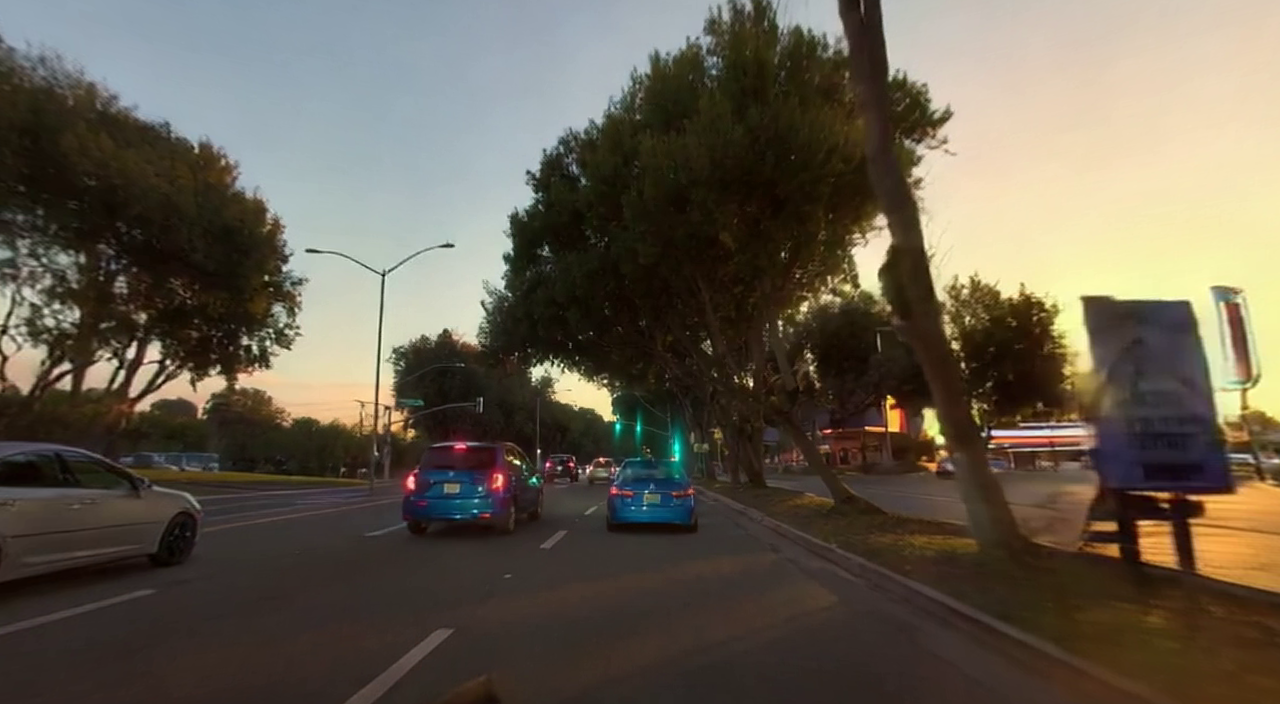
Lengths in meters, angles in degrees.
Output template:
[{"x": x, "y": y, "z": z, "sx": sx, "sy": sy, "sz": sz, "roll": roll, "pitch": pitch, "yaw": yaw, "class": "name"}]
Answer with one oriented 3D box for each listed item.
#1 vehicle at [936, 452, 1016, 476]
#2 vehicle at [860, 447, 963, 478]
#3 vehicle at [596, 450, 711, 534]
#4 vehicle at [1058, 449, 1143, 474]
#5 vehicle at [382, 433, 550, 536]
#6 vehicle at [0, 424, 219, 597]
[{"x": 22.488, "y": 7.512, "z": 42.245, "sx": 4.220, "sy": 1.550, "sz": 1.935, "roll": -10, "pitch": -13, "yaw": 43, "class": "vehicle"}, {"x": 18.280, "y": 7.387, "z": 42.557, "sx": 5.852, "sy": 1.962, "sz": 2.323, "roll": -7, "pitch": -11, "yaw": 41, "class": "vehicle"}, {"x": 0.281, "y": 2.883, "z": 13.561, "sx": 2.091, "sy": 1.494, "sz": 3.962, "roll": 0, "pitch": -9, "yaw": 1, "class": "vehicle"}, {"x": 30.618, "y": 7.219, "z": 41.906, "sx": 1.757, "sy": 1.496, "sz": 4.200, "roll": 7, "pitch": -10, "yaw": -42, "class": "vehicle"}, {"x": -3.297, "y": 2.608, "z": 13.108, "sx": 2.055, "sy": 1.725, "sz": 4.732, "roll": 0, "pitch": -9, "yaw": 1, "class": "vehicle"}, {"x": -7.184, "y": 1.671, "z": 6.992, "sx": 1.968, "sy": 1.657, "sz": 4.230, "roll": 0, "pitch": -9, "yaw": 2, "class": "vehicle"}]
